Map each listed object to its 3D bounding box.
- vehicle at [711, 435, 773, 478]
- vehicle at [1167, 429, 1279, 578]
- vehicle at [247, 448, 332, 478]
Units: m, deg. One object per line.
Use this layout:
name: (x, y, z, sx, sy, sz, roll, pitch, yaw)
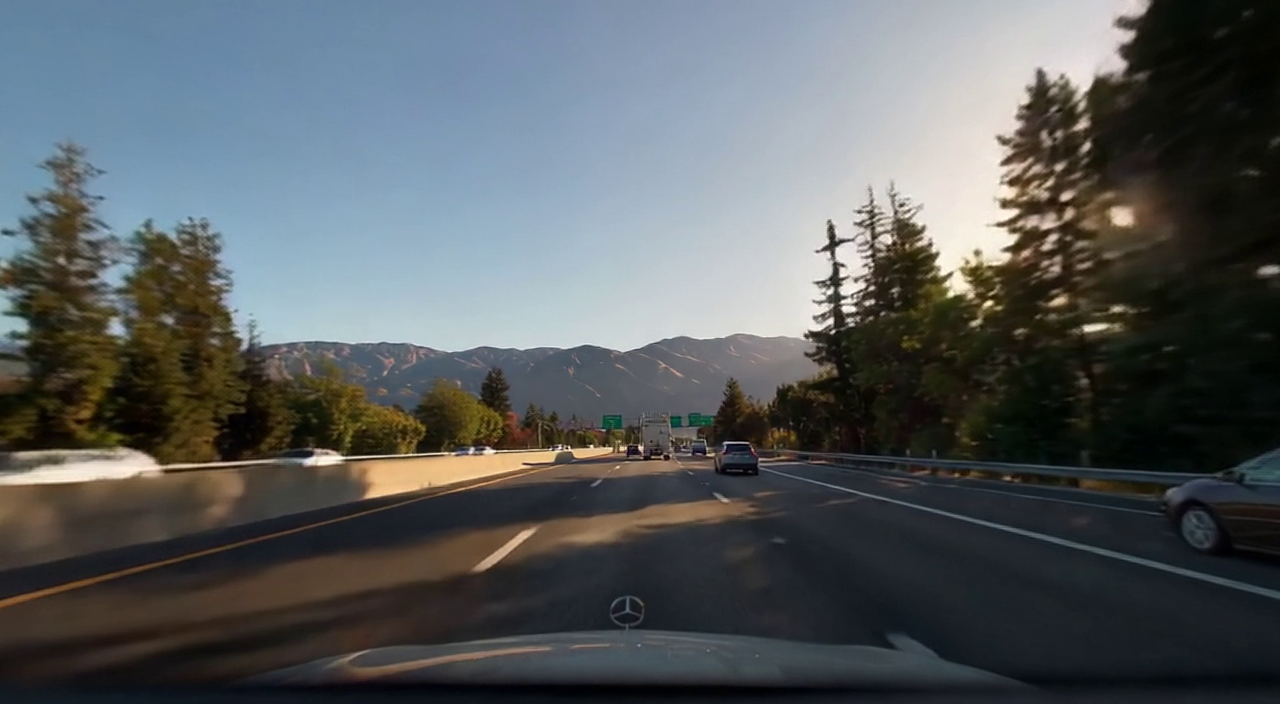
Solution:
vehicle: (4.142, 4.295, 26.178, 1.880, 1.624, 3.941, 0, -8, 0)
vehicle: (7.215, 1.345, 5.291, 1.982, 1.440, 4.171, -1, -8, 1)
vehicle: (-19.042, 6.037, 34.515, 1.860, 1.493, 4.718, -1, -8, 2)
